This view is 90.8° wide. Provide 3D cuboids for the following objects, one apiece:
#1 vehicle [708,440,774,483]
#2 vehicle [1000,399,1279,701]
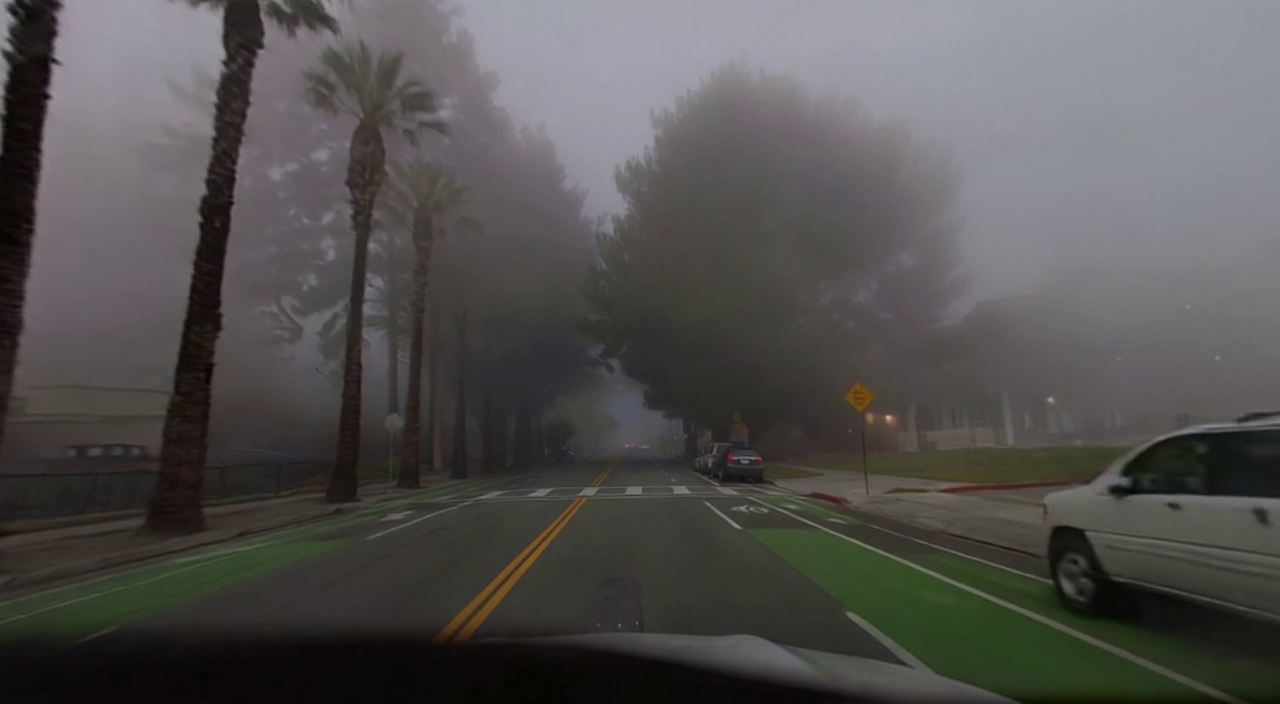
[{"bbox_3d":[4.251,4.674,27.243,1.997,1.640,4.494,0,-9,-1],"label":"vehicle"},{"bbox_3d":[4.747,1.166,3.867,2.144,1.720,4.794,0,-9,-1],"label":"vehicle"}]
